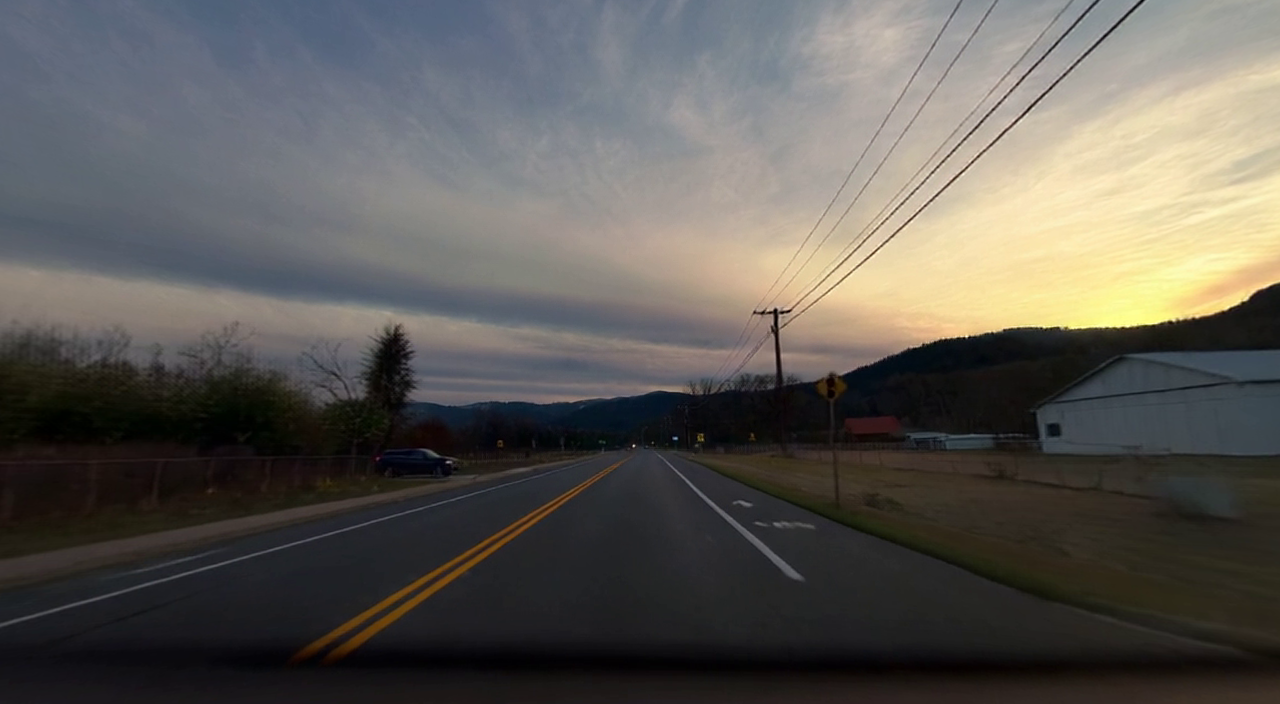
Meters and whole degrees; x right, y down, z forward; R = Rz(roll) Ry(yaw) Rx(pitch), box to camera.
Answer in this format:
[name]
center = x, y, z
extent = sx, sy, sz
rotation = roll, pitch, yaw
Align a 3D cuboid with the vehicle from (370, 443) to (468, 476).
[vehicle]
center = -12.483, 6.109, 35.883
extent = 4.813, 1.763, 2.048
rotation = 0, -8, -1
